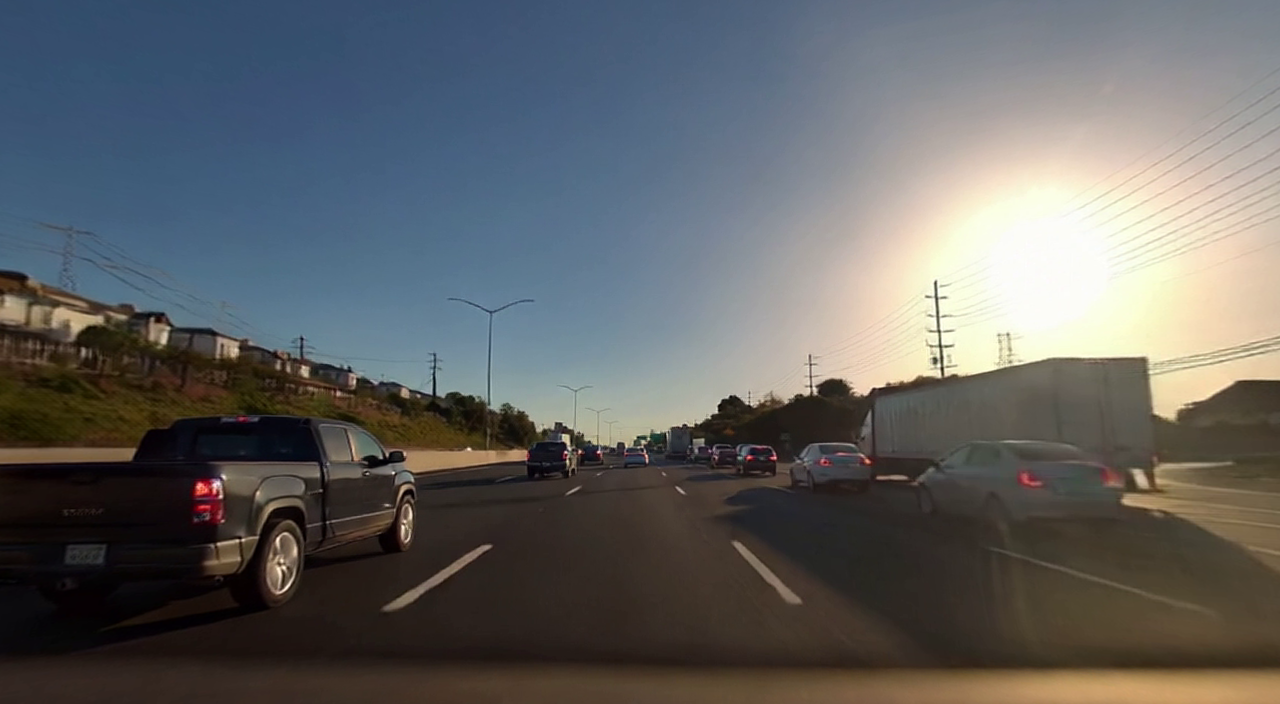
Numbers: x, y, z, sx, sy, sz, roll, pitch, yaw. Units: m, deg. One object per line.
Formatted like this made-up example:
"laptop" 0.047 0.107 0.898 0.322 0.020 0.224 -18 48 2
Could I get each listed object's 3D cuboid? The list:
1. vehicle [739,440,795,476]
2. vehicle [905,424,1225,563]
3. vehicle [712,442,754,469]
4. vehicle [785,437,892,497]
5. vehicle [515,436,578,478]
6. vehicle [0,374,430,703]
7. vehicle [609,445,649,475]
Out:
"vehicle" 6.384 5.377 32.144 1.977 1.705 4.078 0 -9 0
"vehicle" 5.836 1.961 9.479 1.956 1.576 4.211 0 -9 2
"vehicle" 6.393 7.152 43.768 2.086 1.783 4.868 0 -9 -1
"vehicle" 6.004 3.522 19.601 1.989 1.642 4.082 0 -9 0
"vehicle" -4.323 4.940 29.912 2.147 1.825 4.602 0 -9 1
"vehicle" -3.678 1.286 5.486 2.127 1.705 4.374 0 -9 1
"vehicle" -0.586 5.913 34.651 2.060 1.508 4.308 0 -9 0
